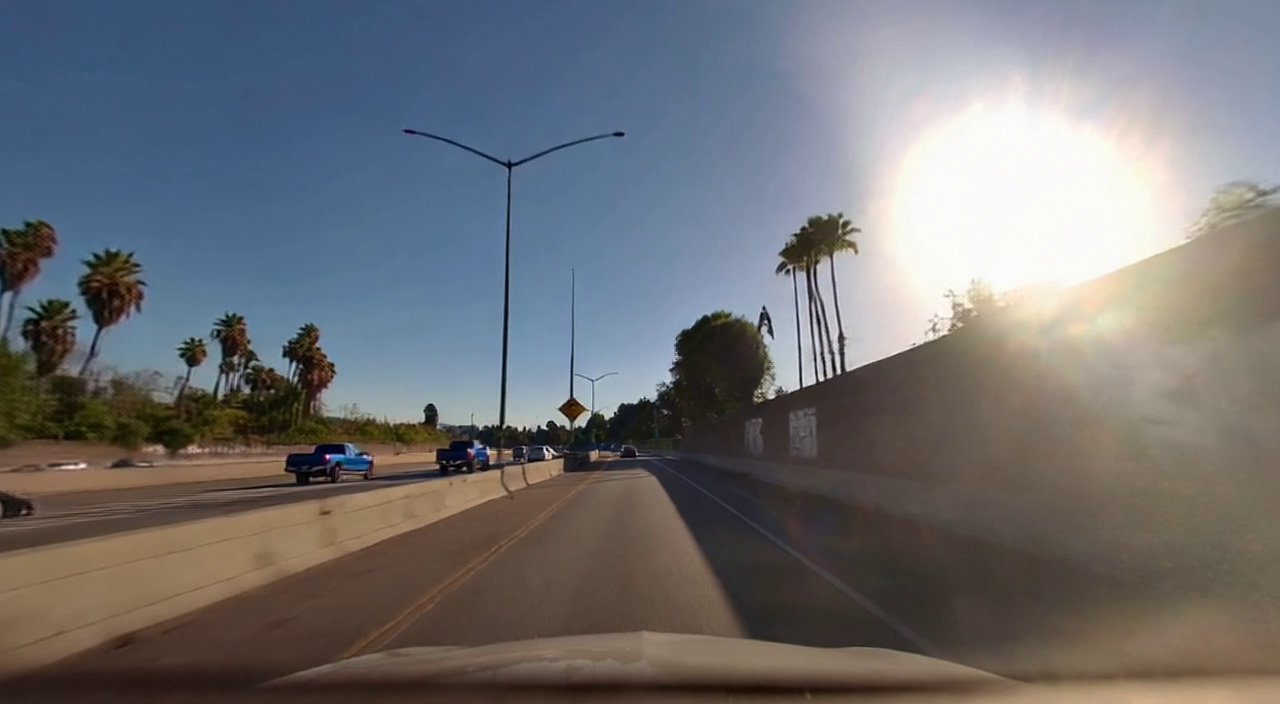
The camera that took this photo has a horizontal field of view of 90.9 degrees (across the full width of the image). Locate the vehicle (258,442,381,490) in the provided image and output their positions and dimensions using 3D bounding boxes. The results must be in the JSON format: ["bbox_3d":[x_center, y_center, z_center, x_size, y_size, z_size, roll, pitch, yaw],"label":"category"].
[{"bbox_3d":[-13.961,4.986,28.022,2.272,1.882,5.941,0,-9,1],"label":"vehicle"}]

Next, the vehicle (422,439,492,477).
[{"bbox_3d":[-10.354,6.028,36.220,2.342,1.999,5.594,0,-9,0],"label":"vehicle"}]
